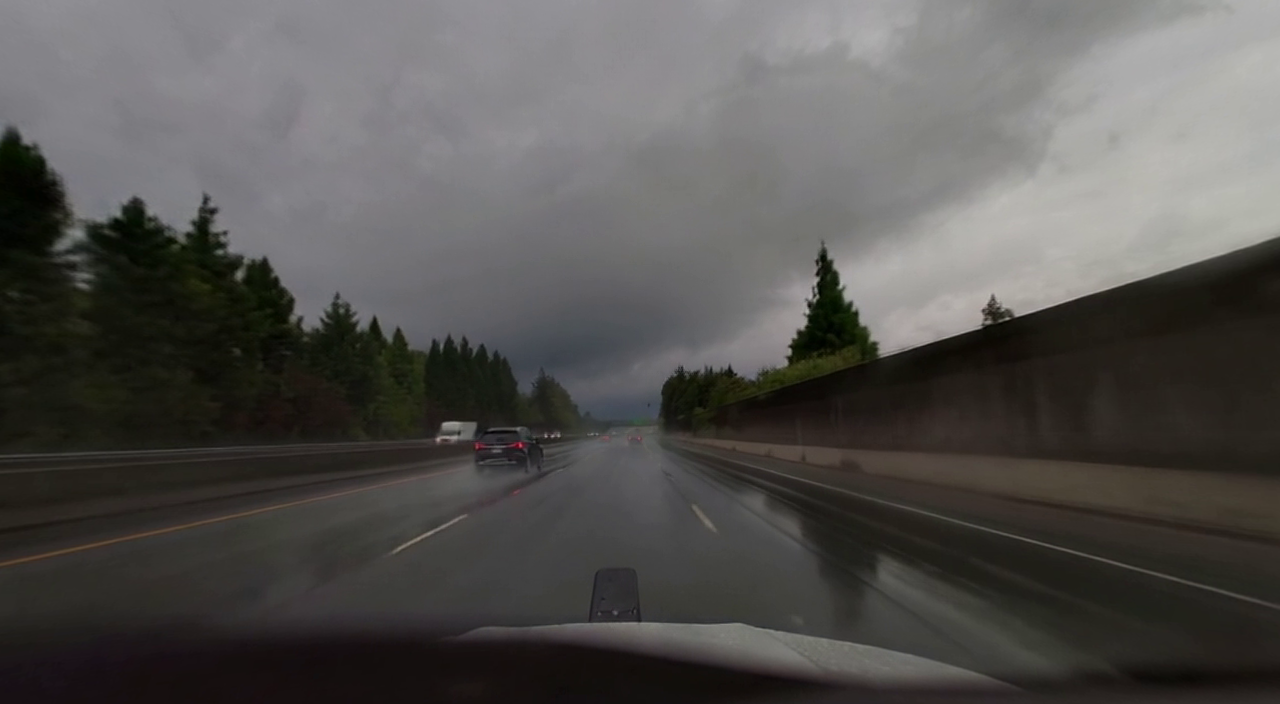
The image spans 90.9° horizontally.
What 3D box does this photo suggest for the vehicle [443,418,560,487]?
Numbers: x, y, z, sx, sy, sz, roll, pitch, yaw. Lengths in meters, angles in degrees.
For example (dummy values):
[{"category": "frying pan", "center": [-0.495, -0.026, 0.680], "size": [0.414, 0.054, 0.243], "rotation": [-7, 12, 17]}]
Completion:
[{"category": "vehicle", "center": [-3.829, 2.879, 18.430], "size": [2.306, 1.730, 4.606], "rotation": [0, -8, 1]}]
